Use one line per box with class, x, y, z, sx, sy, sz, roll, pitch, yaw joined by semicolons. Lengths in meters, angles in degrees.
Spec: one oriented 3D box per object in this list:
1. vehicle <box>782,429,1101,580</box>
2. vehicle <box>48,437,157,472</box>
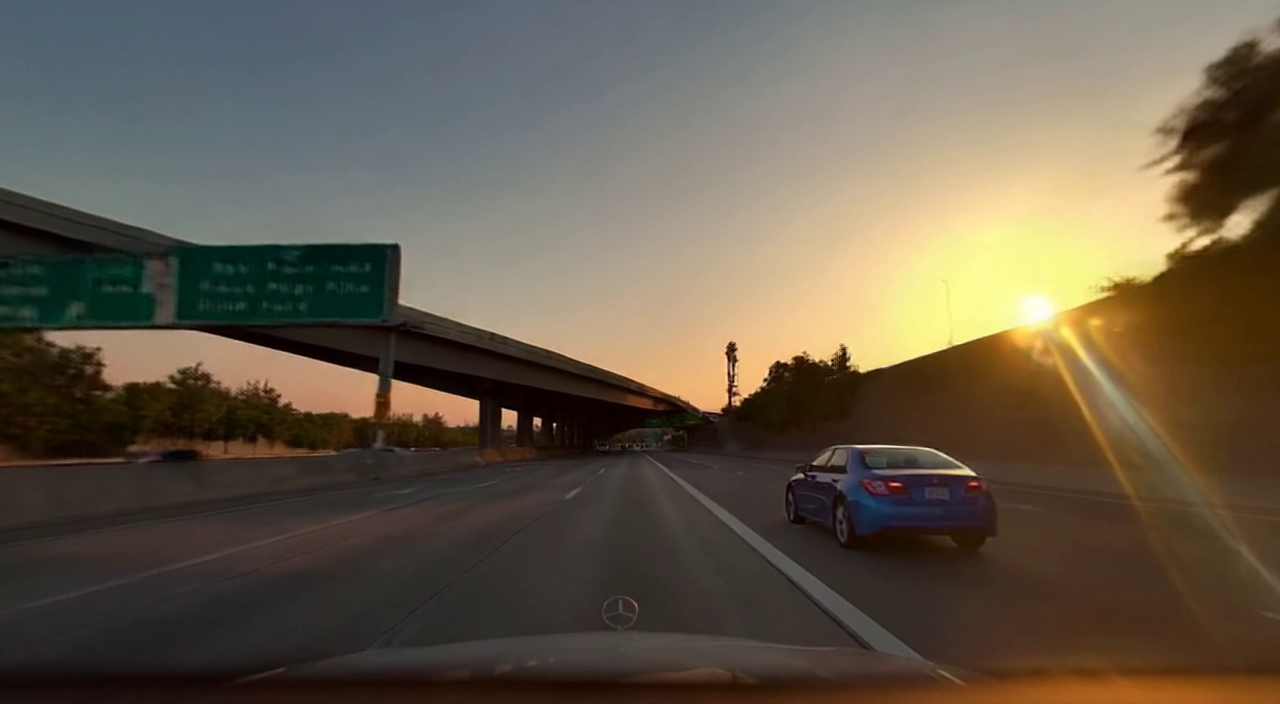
vehicle;3.554;1.875;8.699;1.989;1.479;4.670;0;-9;-1
vehicle;-26.918;5.118;31.850;1.770;1.589;4.181;0;-8;0
